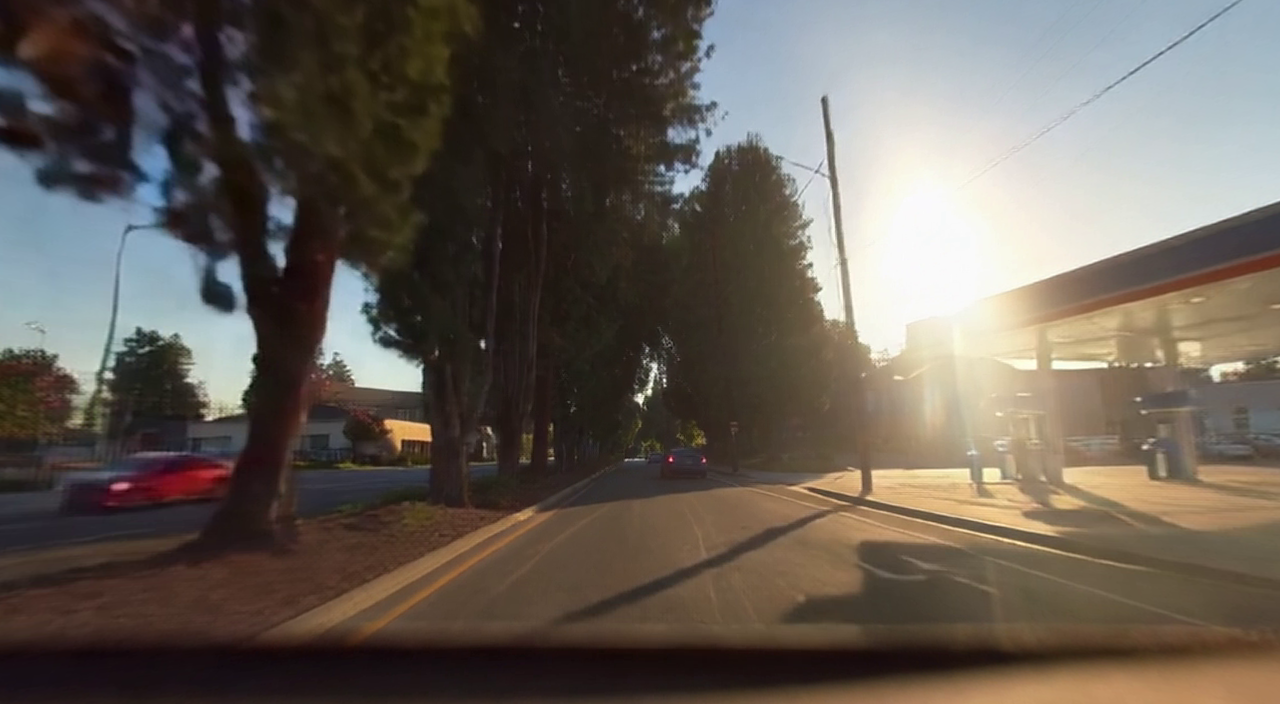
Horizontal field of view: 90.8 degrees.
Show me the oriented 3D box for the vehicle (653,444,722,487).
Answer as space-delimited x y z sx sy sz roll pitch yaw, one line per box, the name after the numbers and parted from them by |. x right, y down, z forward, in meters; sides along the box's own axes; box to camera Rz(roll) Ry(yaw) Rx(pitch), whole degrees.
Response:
1.686 4.221 23.879 2.061 1.475 4.296 0 -9 -3 | vehicle

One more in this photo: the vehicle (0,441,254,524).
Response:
-10.758 2.704 13.742 1.893 1.480 4.482 0 -9 0 | vehicle
